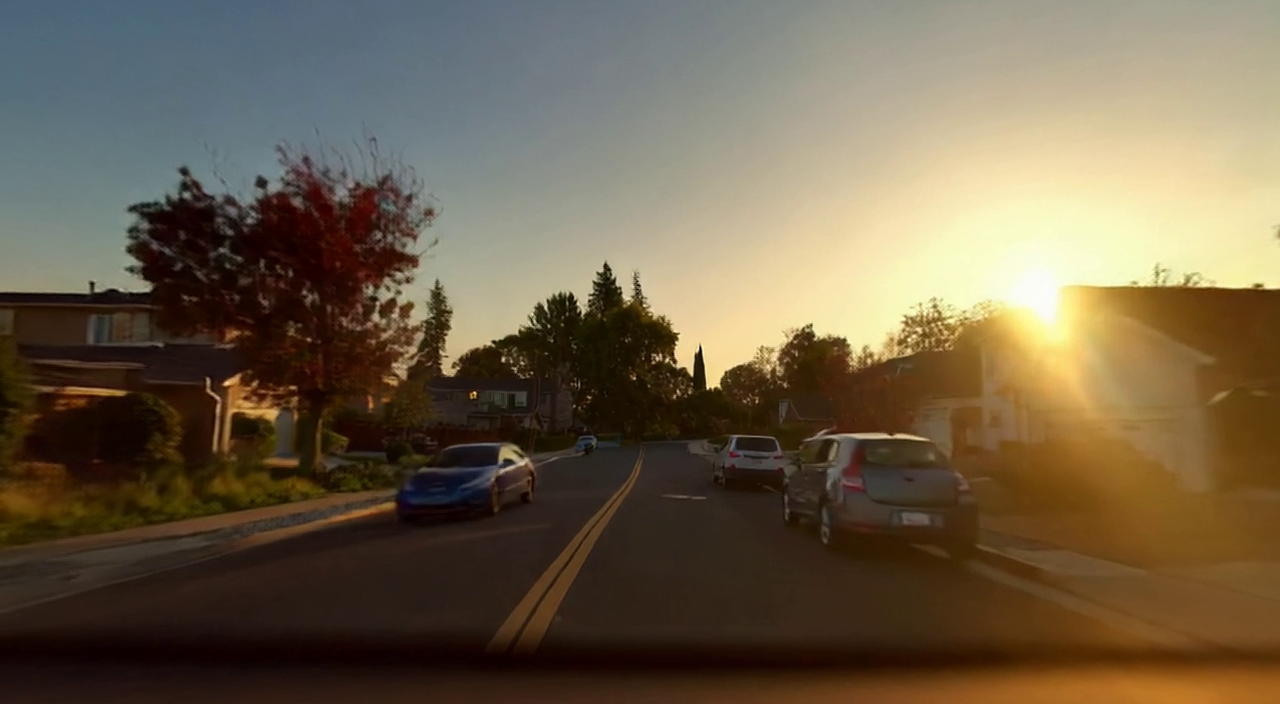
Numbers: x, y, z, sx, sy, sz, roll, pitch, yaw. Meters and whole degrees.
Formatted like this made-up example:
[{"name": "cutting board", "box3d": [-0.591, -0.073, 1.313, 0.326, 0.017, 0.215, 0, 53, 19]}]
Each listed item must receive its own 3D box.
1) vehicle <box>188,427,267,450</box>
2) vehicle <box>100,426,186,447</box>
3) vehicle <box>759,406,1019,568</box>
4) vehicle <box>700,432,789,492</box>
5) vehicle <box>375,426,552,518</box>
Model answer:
[{"name": "vehicle", "box3d": [-30.780, 6.484, 47.204, 4.562, 1.613, 1.979, -1, -9, 4]}, {"name": "vehicle", "box3d": [-37.247, 6.342, 47.409, 4.969, 1.501, 1.905, -1, -10, 4]}, {"name": "vehicle", "box3d": [3.012, 1.710, 8.771, 1.822, 1.668, 4.147, -1, -8, -1]}, {"name": "vehicle", "box3d": [3.187, 3.489, 20.405, 2.074, 1.646, 5.457, 1, -9, 1]}, {"name": "vehicle", "box3d": [-3.729, 2.663, 14.695, 2.278, 1.704, 5.321, -1, -8, 4]}]
